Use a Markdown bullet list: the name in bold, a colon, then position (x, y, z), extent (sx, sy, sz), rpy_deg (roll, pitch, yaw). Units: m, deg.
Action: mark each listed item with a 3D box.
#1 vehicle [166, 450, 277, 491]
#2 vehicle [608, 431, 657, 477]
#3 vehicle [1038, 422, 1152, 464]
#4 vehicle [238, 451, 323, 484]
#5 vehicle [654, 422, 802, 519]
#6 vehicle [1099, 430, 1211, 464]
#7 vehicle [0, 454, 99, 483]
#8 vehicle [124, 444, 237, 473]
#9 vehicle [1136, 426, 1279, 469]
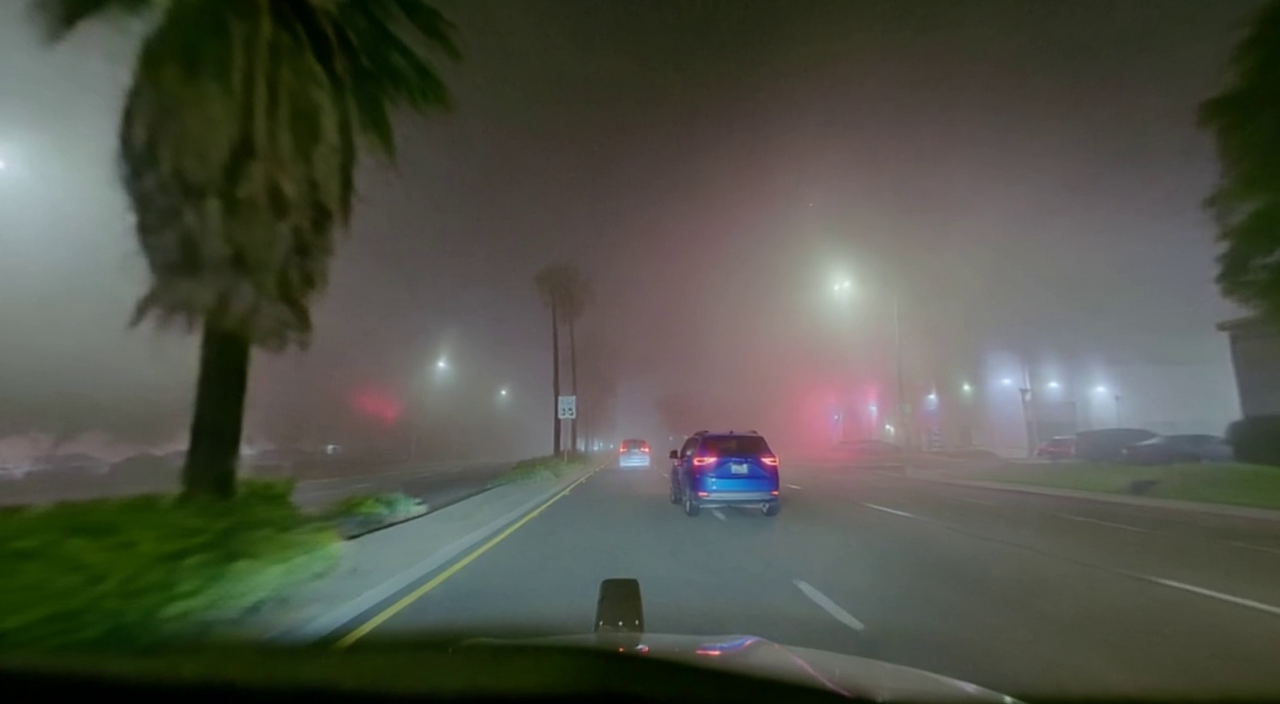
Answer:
- **vehicle**: position (-19.731, 5.580, 30.092), extent (2.029, 1.723, 4.639), rpy_deg (0, -8, 1)
- **vehicle**: position (-0.323, 4.446, 27.782), extent (1.981, 1.854, 3.983), rpy_deg (0, -8, 0)
- **vehicle**: position (21.212, 4.287, 29.742), extent (1.894, 1.784, 4.571), rpy_deg (0, -8, 0)
- **vehicle**: position (-19.861, 6.371, 35.196), extent (1.929, 1.646, 4.716), rpy_deg (0, -8, 0)
- **vehicle**: position (1.612, 2.410, 13.396), extent (2.239, 1.693, 4.301), rpy_deg (0, -8, -4)
- **vehicle**: position (23.997, 4.449, 29.641), extent (2.004, 1.519, 3.714), rpy_deg (0, -8, -2)
- **vehicle**: position (-32.031, 6.125, 33.393), extent (4.903, 1.451, 2.031), rpy_deg (0, -8, -2)
- **vehicle**: position (-31.597, 7.333, 43.618), extent (5.741, 1.939, 2.483), rpy_deg (0, -8, -2)
- **vehicle**: position (26.481, 4.564, 29.783), extent (2.023, 1.704, 4.841), rpy_deg (-4, -10, -3)
